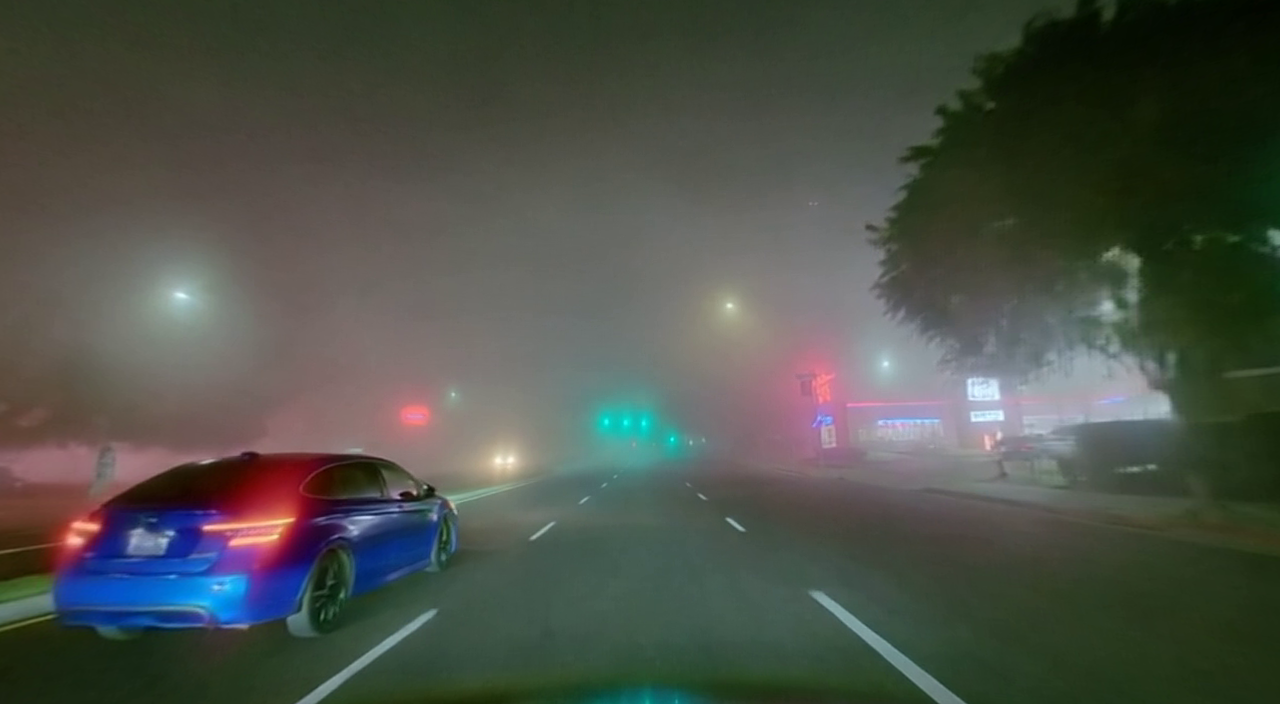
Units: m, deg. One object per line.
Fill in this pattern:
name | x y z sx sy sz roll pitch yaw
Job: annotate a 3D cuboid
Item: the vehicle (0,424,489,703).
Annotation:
vehicle | -2.913 1.413 5.231 2.082 1.460 4.636 0 -8 1
